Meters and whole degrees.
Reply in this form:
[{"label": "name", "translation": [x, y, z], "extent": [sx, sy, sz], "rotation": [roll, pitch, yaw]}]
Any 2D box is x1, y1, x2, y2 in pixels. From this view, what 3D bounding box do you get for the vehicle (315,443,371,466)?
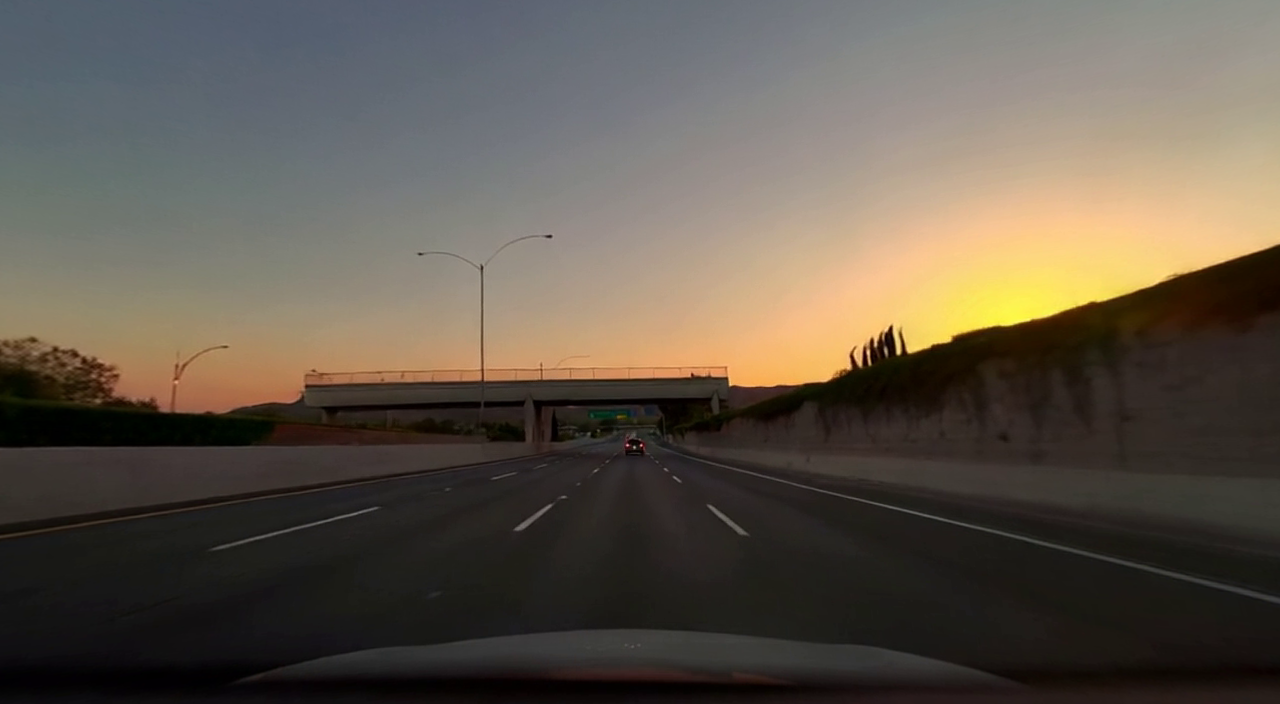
[{"label": "vehicle", "translation": [-21.602, 7.447, 46.199], "extent": [1.964, 1.571, 4.370], "rotation": [0, -8, 0]}]
